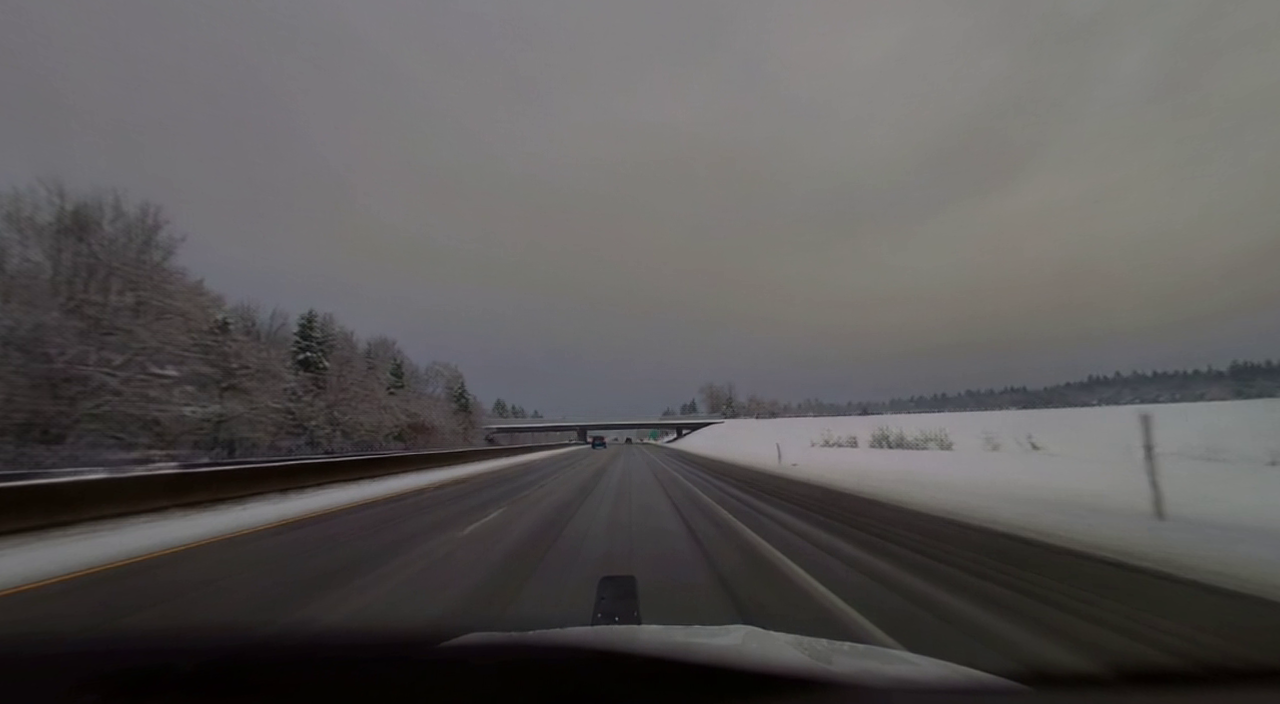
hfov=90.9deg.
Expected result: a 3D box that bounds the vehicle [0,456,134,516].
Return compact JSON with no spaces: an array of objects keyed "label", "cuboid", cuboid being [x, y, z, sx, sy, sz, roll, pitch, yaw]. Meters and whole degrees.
[{"label":"vehicle","cuboid":[-17.523,3.848,18.551,1.817,1.435,4.153,0,-8,-1]}]
